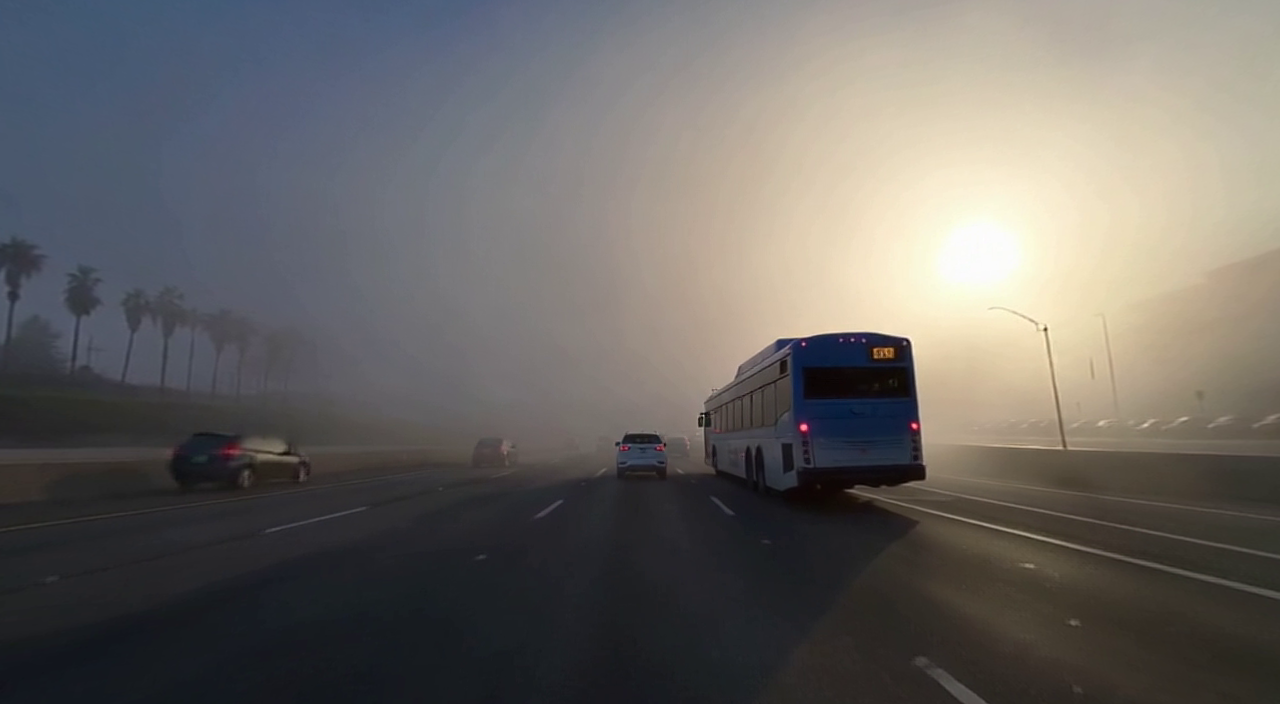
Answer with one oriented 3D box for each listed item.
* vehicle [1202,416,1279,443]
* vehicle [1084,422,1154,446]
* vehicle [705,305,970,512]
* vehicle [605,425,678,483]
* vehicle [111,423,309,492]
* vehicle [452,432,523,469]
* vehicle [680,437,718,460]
[{"bbox_3d":[41.697,5.312,43.225,4.482,1.671,1.852,-8,-9,42],"label":"vehicle"},{"bbox_3d":[32.268,5.587,42.515,1.795,1.481,3.986,-1,-9,5],"label":"vehicle"},{"bbox_3d":[4.120,2.017,18.087,3.020,3.622,14.302,0,-9,0],"label":"vehicle"},{"bbox_3d":[0.065,3.509,21.815,2.268,1.796,4.280,0,-9,0],"label":"vehicle"},{"bbox_3d":[-12.271,3.062,18.537,2.332,1.748,4.897,0,-9,0],"label":"vehicle"},{"bbox_3d":[-7.563,4.964,31.788,2.291,1.729,4.879,0,-9,1],"label":"vehicle"},{"bbox_3d":[4.019,6.671,43.529,2.039,1.516,4.521,0,-9,-2],"label":"vehicle"}]
